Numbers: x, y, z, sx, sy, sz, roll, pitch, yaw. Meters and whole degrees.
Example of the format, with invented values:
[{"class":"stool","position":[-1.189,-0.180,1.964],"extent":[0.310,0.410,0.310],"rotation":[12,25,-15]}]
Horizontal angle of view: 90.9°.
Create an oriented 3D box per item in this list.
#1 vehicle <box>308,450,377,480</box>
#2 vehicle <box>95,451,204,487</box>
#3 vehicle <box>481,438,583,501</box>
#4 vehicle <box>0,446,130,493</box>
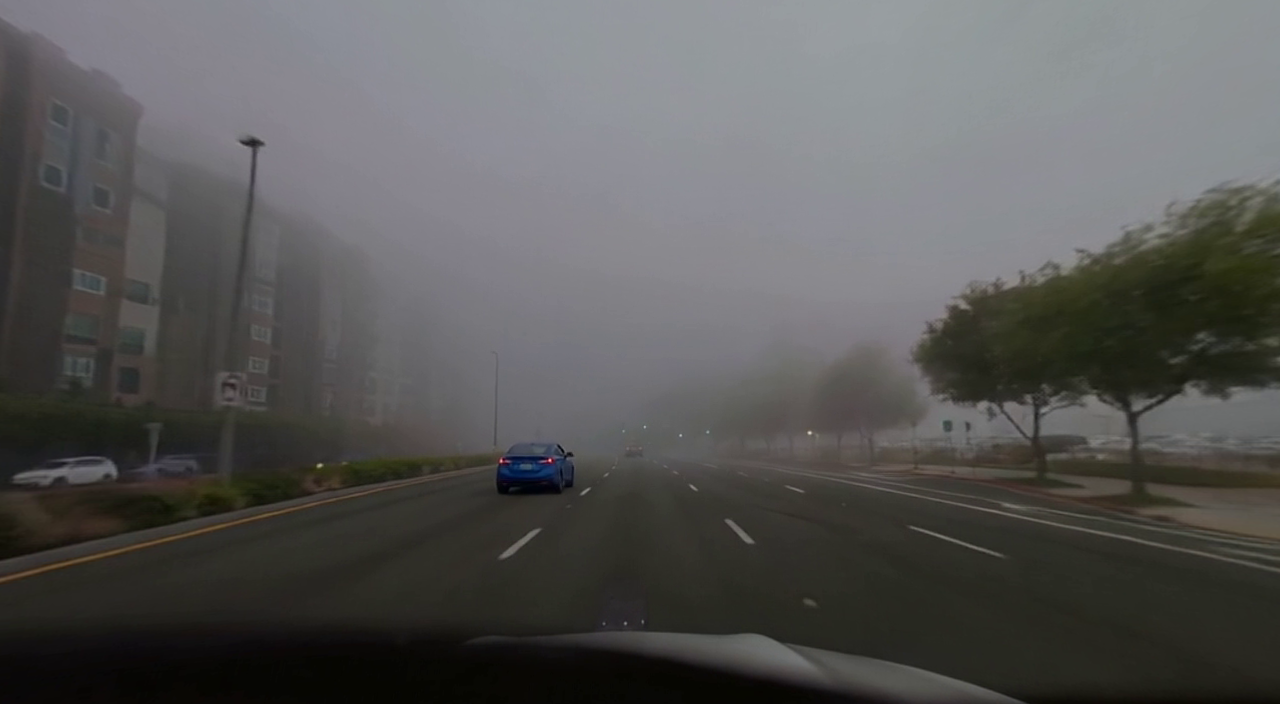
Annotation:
[{"class":"vehicle","position":[-16.670,6.302,35.552],"extent":[1.890,1.479,4.484],"rotation":[-1,-8,-2]},{"class":"vehicle","position":[-26.506,6.309,34.311],"extent":[1.786,1.713,4.992],"rotation":[1,-9,1]},{"class":"vehicle","position":[-2.875,3.228,17.841],"extent":[2.009,1.489,4.543],"rotation":[-2,-8,1]},{"class":"vehicle","position":[-26.678,5.366,29.051],"extent":[2.207,1.909,4.831],"rotation":[1,-9,0]}]
